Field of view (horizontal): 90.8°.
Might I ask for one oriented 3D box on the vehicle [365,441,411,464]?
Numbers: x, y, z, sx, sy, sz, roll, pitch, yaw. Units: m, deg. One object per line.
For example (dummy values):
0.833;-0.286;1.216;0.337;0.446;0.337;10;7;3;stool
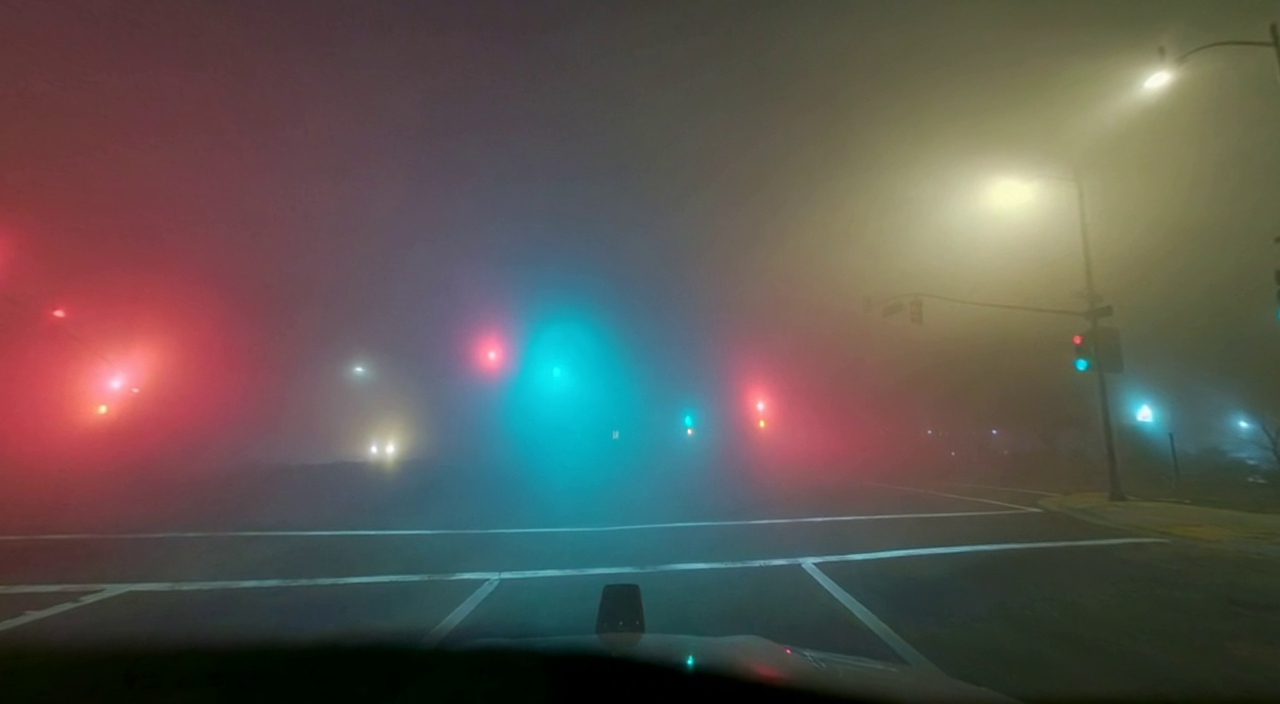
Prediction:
-17.122;6.811;43.123;1.969;1.464;4.485;1;-9;-10;vehicle
